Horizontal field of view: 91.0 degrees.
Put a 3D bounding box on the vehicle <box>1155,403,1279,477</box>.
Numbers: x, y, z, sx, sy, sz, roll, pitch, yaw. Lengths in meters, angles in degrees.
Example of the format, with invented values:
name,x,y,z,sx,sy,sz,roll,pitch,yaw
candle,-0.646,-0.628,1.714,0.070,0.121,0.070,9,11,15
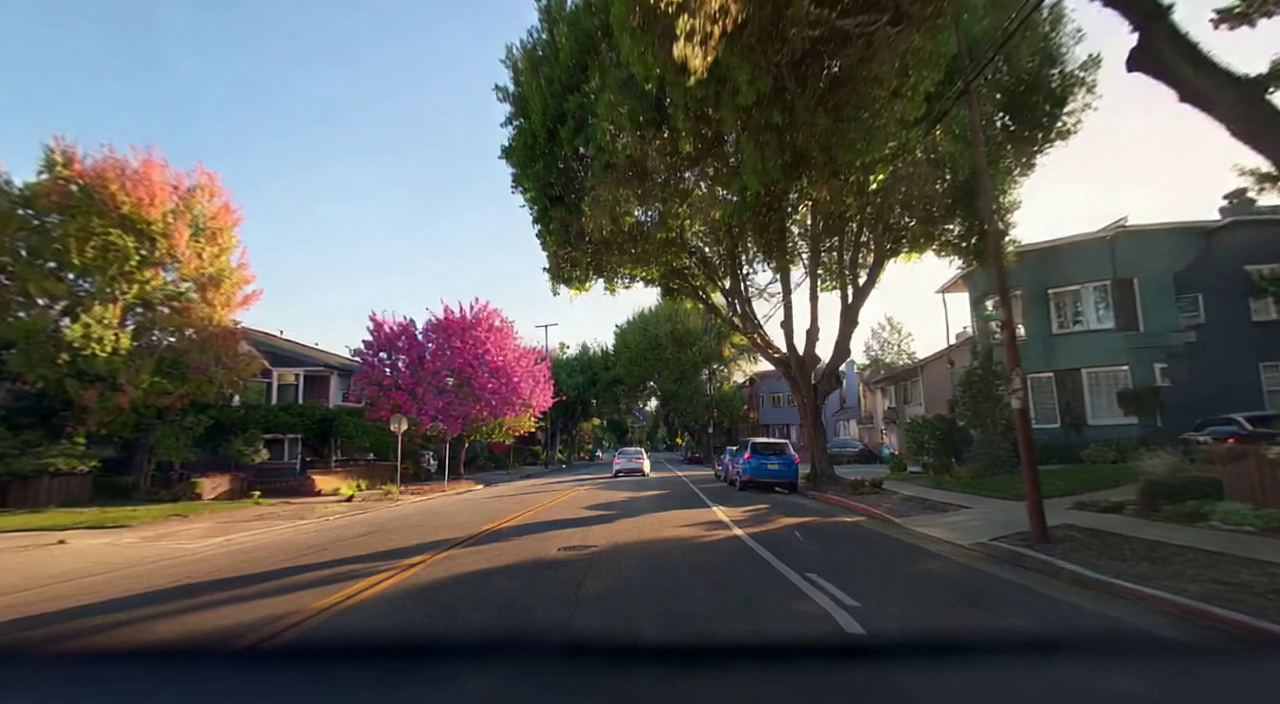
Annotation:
name,x,y,z,sx,sy,sz,roll,pitch,yaw
vehicle,16.018,2.153,15.434,4.927,1.674,2.025,0,-8,0

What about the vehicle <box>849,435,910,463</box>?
name,x,y,z,sx,sy,sz,roll,pitch,yaw
vehicle,15.151,6.162,40.143,1.919,1.677,4.590,0,-8,-3

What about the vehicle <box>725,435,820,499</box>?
name,x,y,z,sx,sy,sz,roll,pitch,yaw
vehicle,4.189,3.701,20.812,2.100,1.830,5.040,0,-8,1

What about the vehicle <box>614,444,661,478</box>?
name,x,y,z,sx,sy,sz,roll,pitch,yaw
vehicle,-0.087,5.198,30.240,2.104,1.500,3.815,0,-8,1

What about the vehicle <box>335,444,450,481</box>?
name,x,y,z,sx,sy,sz,roll,pitch,yaw
vehicle,-15.332,6.881,39.234,6.278,1.911,2.173,-3,-10,1
